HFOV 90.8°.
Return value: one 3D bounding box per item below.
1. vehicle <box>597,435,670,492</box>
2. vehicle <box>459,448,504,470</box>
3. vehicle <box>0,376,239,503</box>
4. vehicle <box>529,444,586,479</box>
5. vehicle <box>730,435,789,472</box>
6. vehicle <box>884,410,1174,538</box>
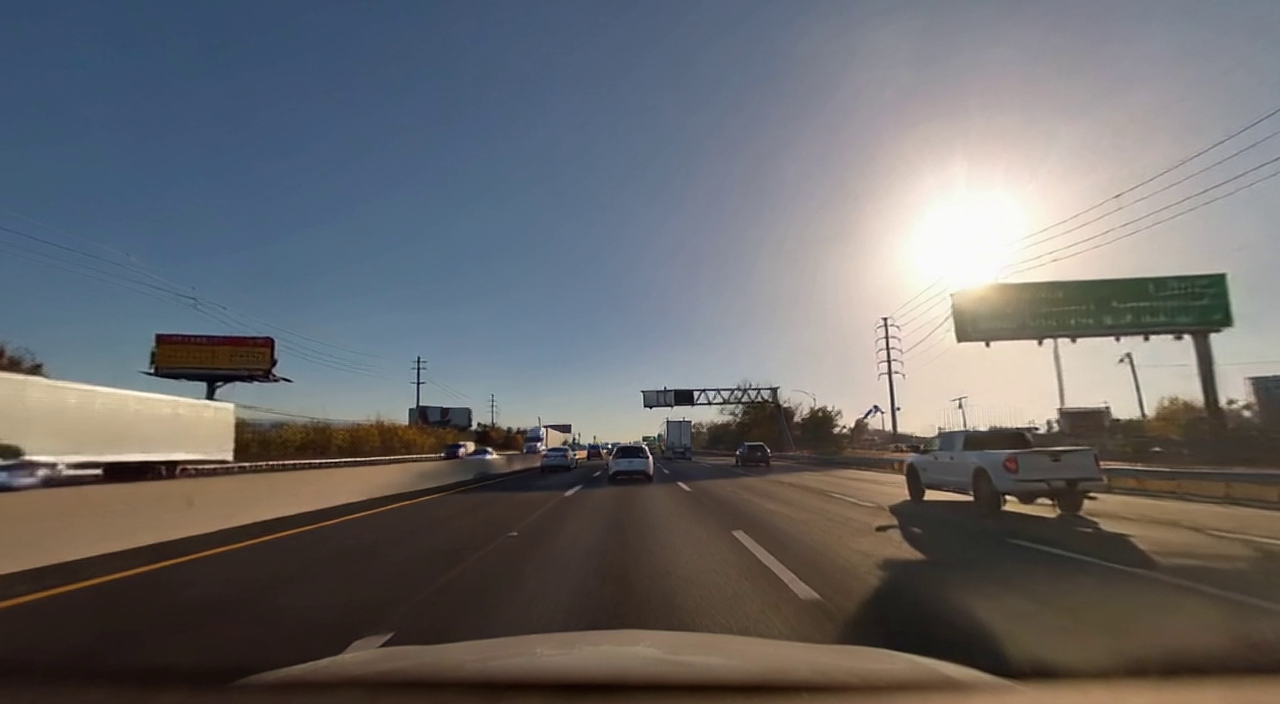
[{"bbox_3d":[-0.228,3.669,21.070,2.191,1.685,4.015,0,-9,-1],"label":"vehicle"},{"bbox_3d":[-11.046,7.478,44.409,1.877,1.457,4.546,0,-9,1],"label":"vehicle"},{"bbox_3d":[-20.513,3.322,23.411,2.868,3.748,12.679,0,-9,0],"label":"vehicle"},{"bbox_3d":[-3.785,5.106,29.743,2.025,1.498,4.675,0,-9,0],"label":"vehicle"},{"bbox_3d":[6.916,5.969,37.187,2.302,1.973,5.502,0,-9,-1],"label":"vehicle"},{"bbox_3d":[6.757,2.196,11.970,2.086,1.862,5.232,0,-9,-1],"label":"vehicle"}]
